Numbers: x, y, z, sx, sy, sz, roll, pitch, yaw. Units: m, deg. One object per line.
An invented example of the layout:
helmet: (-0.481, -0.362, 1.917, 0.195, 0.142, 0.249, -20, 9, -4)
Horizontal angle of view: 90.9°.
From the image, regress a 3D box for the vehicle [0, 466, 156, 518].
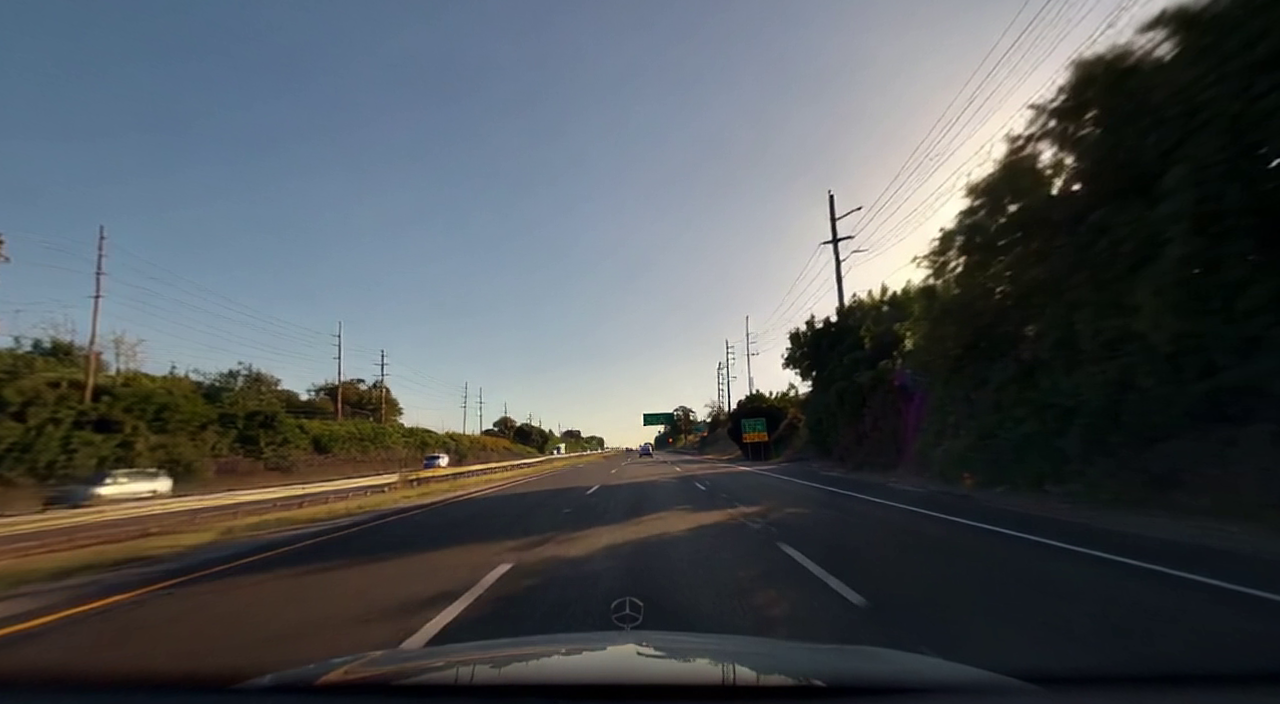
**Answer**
vehicle: (-20.669, 5.031, 23.116, 1.873, 1.536, 4.963, -1, -9, 1)
